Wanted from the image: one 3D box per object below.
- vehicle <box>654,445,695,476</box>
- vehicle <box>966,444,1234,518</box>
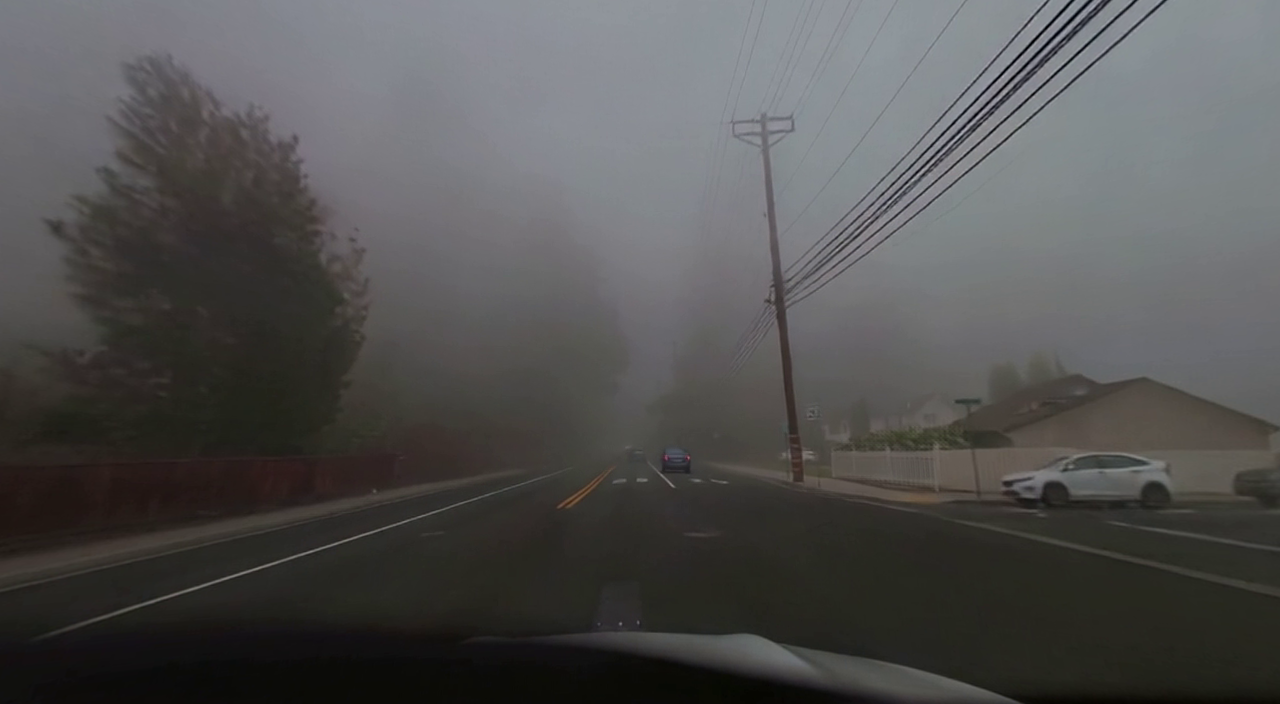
[{"bbox_3d":[1.720,5.631,32.903,1.975,1.497,3.647,0,-9,1],"label":"vehicle"},{"bbox_3d":[10.134,2.834,14.205,4.511,1.473,1.962,0,-8,-2],"label":"vehicle"}]
